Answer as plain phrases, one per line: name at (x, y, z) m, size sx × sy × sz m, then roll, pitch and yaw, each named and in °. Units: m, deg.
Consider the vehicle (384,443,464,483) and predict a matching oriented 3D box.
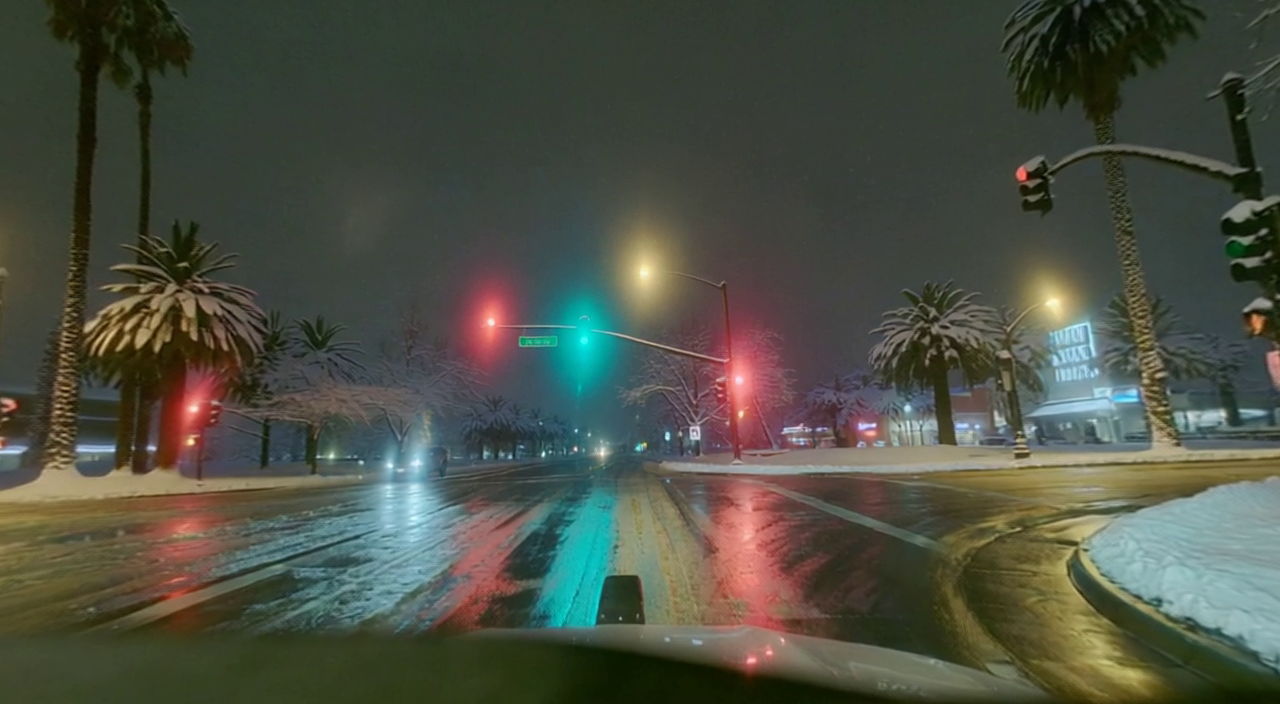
vehicle at (-10.748, 5.533, 31.774) m, size 2.270 × 1.833 × 4.860 m, roll 0°, pitch -9°, yaw 1°
